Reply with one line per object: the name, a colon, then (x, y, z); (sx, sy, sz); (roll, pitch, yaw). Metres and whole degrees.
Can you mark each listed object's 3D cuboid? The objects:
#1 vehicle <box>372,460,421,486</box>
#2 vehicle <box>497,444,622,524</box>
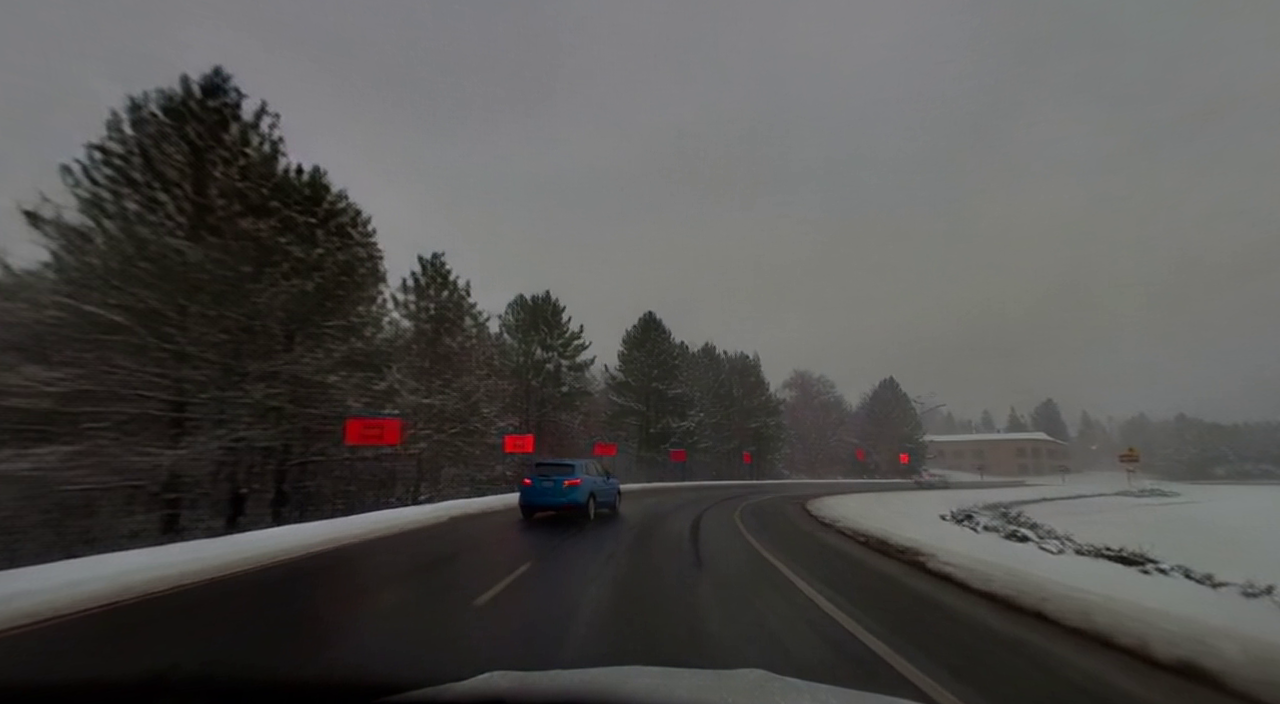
vehicle: (-15.204, 7.584, 39.542); (1.758, 1.470, 3.823); (1, -10, -5)
vehicle: (-1.849, 3.306, 16.106); (1.997, 1.692, 4.422); (-1, -10, 9)
